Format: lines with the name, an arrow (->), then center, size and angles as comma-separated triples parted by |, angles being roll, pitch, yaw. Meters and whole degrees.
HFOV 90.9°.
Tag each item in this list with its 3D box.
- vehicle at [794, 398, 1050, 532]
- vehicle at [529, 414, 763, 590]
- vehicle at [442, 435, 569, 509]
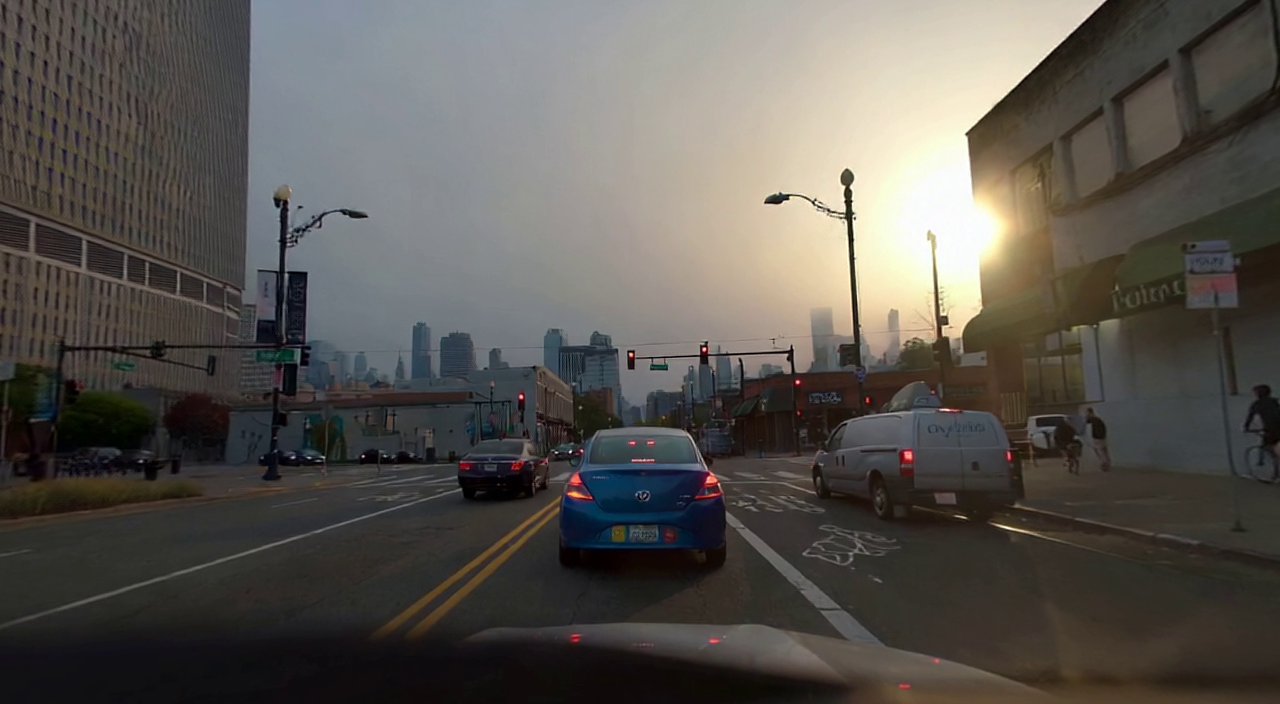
vehicle -> 4.504, 1.911, 11.154 | 2.142, 1.829, 4.767 | 0, -9, -2
vehicle -> 0.037, 1.651, 7.726 | 2.091, 1.557, 4.000 | 0, -9, 0
vehicle -> -2.966, 2.751, 14.963 | 2.039, 1.452, 4.489 | 0, -9, 0
